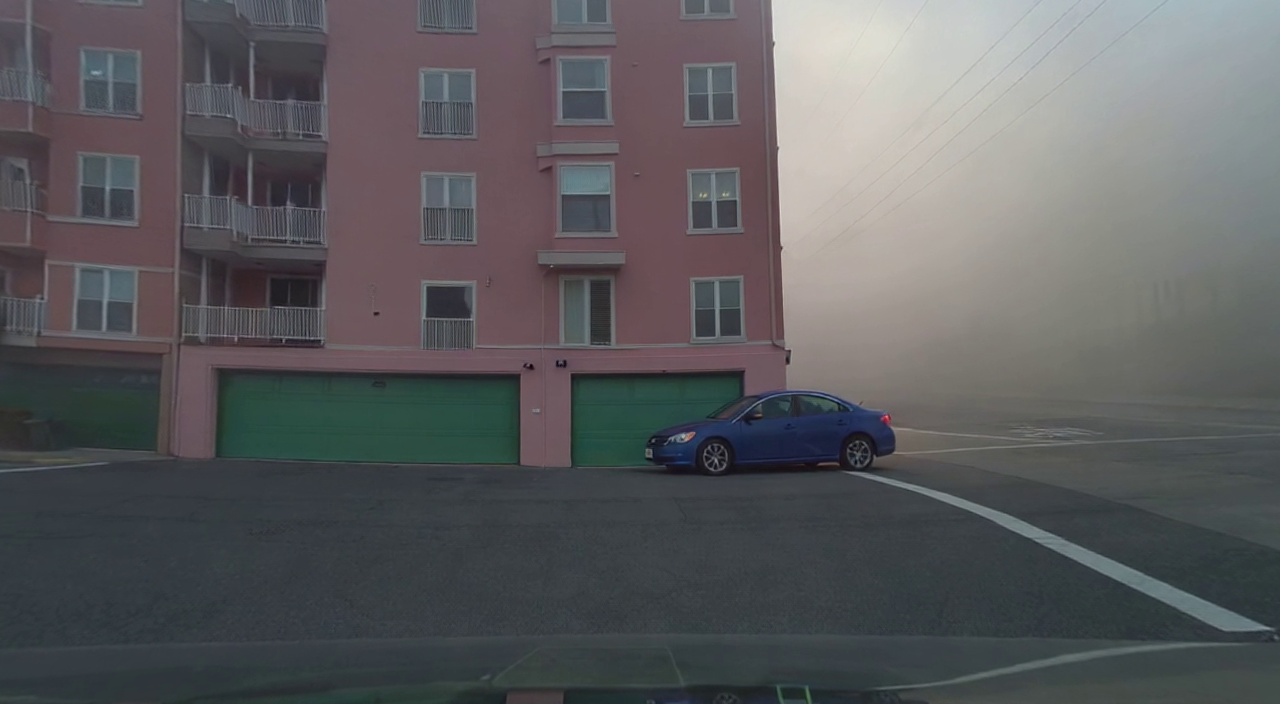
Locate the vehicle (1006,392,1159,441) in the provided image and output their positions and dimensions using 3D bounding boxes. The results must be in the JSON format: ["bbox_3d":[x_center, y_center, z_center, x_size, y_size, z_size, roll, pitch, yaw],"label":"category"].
[{"bbox_3d":[15.815,2.351,22.713,3.905,1.475,2.057,-3,-8,-3],"label":"vehicle"}]

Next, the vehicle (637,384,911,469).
[{"bbox_3d":[2.301,1.419,11.838,4.697,1.444,1.825,0,-8,-1],"label":"vehicle"}]
